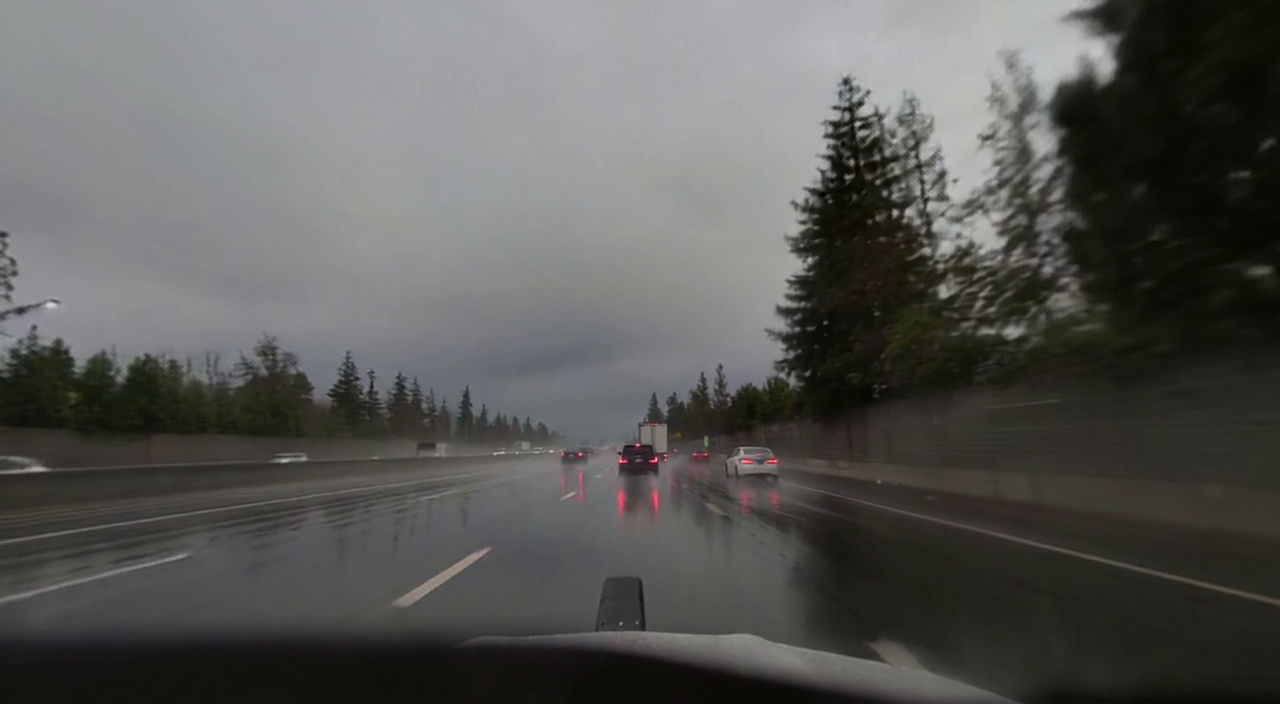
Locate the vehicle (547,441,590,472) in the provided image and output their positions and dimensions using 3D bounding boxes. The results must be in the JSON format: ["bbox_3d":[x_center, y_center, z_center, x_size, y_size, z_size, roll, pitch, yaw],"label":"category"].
[{"bbox_3d":[-4.100,6.080,36.970,1.988,1.696,4.754,0,-8,0],"label":"vehicle"}]

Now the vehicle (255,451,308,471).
[{"bbox_3d":[-26.609,8.091,47.022,1.813,1.448,3.521,0,-8,1],"label":"vehicle"}]

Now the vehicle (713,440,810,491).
[{"bbox_3d":[3.831,3.663,20.786,2.146,1.482,4.665,0,-8,-2],"label":"vehicle"}]

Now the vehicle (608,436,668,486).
[{"bbox_3d":[-0.103,4.143,24.366,2.103,1.717,4.399,0,-8,-1],"label":"vehicle"}]
